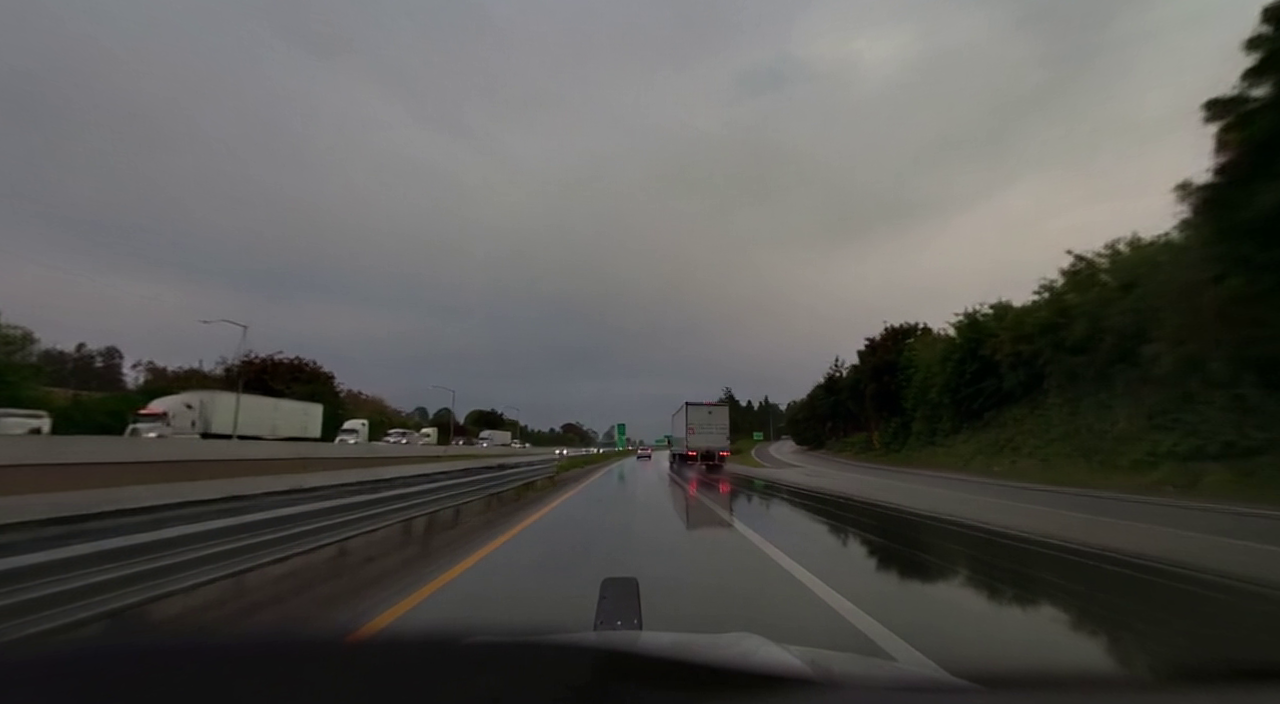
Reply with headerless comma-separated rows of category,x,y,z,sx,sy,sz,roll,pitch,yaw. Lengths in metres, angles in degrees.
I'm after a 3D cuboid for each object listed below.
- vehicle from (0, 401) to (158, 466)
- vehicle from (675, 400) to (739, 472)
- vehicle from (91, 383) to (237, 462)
vehicle,-41.558,5.581,42.673,13.324,4.137,3.346,9,-12,-44
vehicle,4.234,5.841,42.965,3.185,4.154,12.638,0,-9,1
vehicle,-26.389,4.069,35.364,3.155,4.020,6.162,-1,-9,1
